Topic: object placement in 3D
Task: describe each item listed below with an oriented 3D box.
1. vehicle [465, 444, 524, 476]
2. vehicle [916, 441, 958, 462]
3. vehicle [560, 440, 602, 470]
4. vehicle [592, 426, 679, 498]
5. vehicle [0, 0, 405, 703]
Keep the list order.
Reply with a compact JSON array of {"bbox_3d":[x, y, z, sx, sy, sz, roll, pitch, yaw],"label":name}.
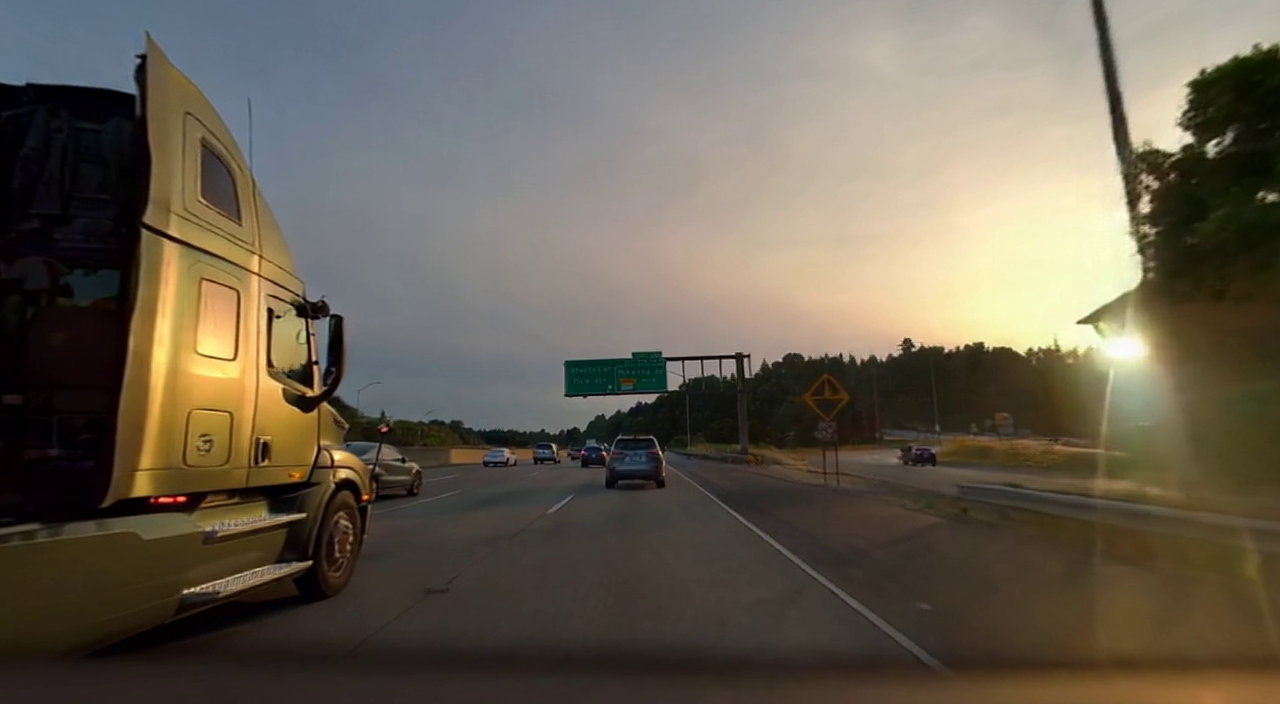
[{"bbox_3d":[-7.167,5.374,31.570,1.869,1.466,4.217,0,-9,1],"label":"vehicle"},{"bbox_3d":[22.788,7.663,48.567,1.918,1.472,4.782,-2,-9,13],"label":"vehicle"},{"bbox_3d":[-3.419,6.085,37.283,1.952,1.649,4.131,0,-9,1],"label":"vehicle"},{"bbox_3d":[-0.086,3.043,17.728,2.152,1.779,3.924,0,-9,1],"label":"vehicle"},{"bbox_3d":[-3.894,-0.487,1.478,2.990,3.885,8.540,0,-9,3],"label":"vehicle"}]
